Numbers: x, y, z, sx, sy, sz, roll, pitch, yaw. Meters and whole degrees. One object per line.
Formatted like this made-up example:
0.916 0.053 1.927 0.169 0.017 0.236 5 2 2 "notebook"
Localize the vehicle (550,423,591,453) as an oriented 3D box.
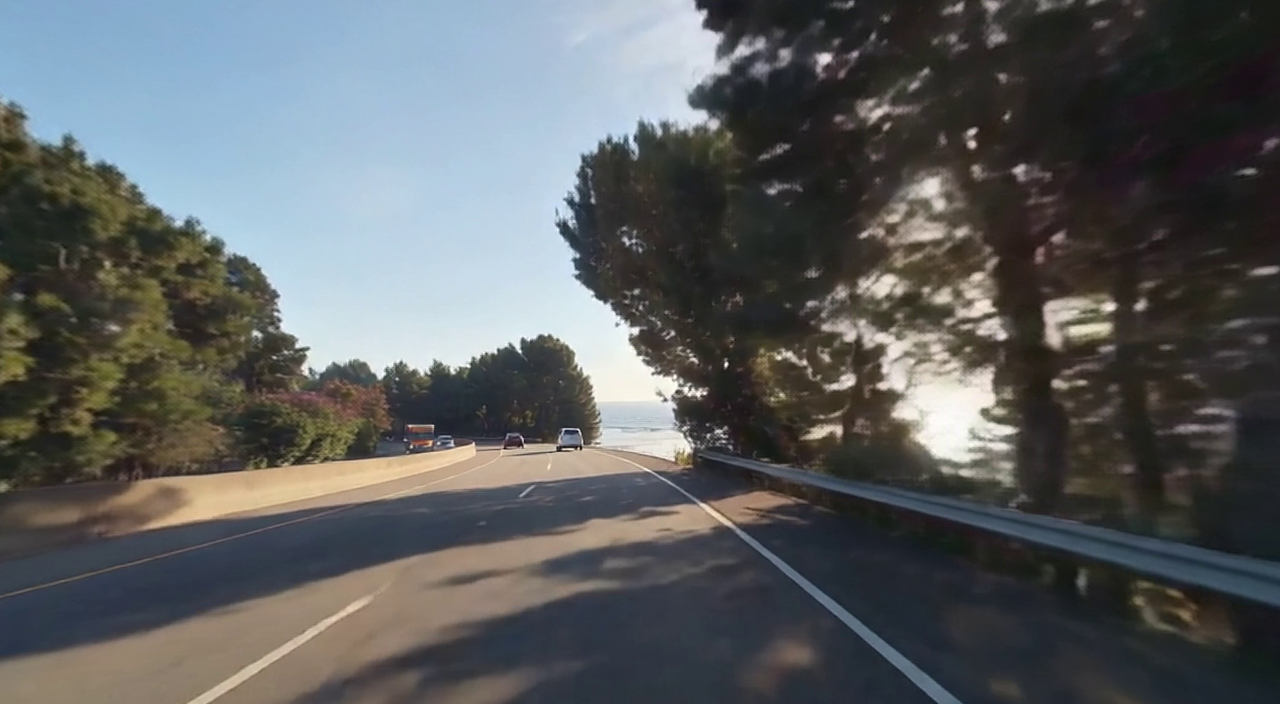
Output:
-5.470 6.741 48.936 2.632 2.162 5.529 1 -9 -12 "vehicle"
